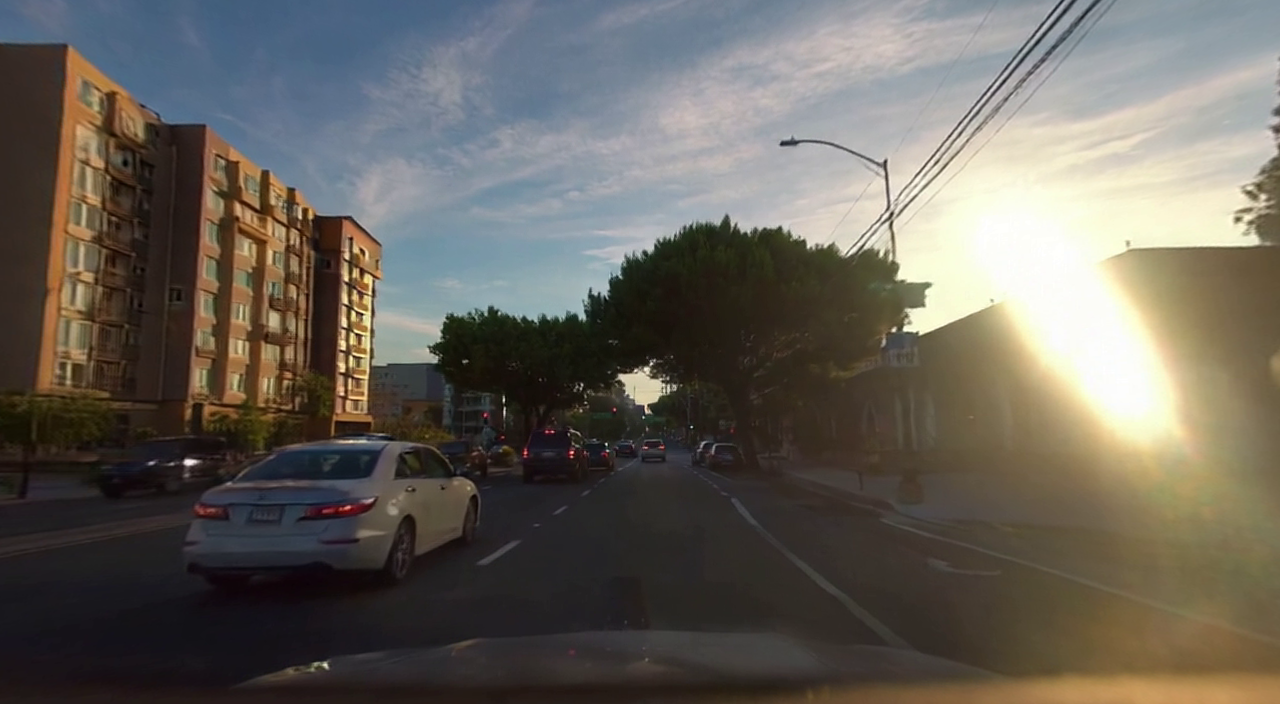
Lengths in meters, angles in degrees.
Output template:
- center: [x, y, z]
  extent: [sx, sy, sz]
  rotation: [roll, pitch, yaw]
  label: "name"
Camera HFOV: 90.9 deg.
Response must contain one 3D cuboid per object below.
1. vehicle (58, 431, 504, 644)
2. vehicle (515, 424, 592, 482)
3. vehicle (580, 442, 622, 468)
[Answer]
- center: [-2.878, 1.567, 6.413]
  extent: [1.959, 1.406, 4.272]
  rotation: [0, -9, 1]
  label: "vehicle"
- center: [-3.180, 3.854, 24.189]
  extent: [2.152, 1.987, 4.527]
  rotation: [0, -9, 2]
  label: "vehicle"
- center: [-2.326, 6.282, 38.661]
  extent: [2.246, 1.481, 4.146]
  rotation: [0, -9, 2]
  label: "vehicle"
